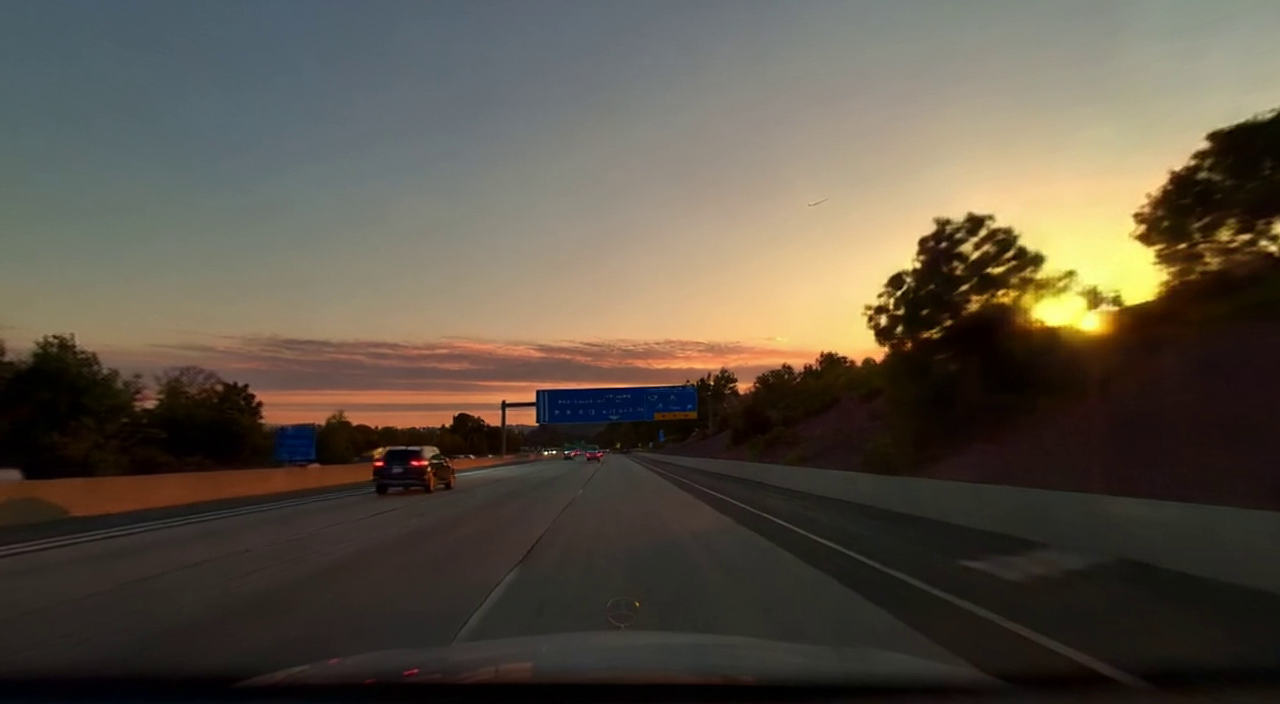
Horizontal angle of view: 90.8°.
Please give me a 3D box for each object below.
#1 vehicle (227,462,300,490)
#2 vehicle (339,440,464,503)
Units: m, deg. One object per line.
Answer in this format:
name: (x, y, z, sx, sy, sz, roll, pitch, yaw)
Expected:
vehicle: (-22.730, 7.486, 38.325, 1.770, 1.467, 4.590, 0, -9, -2)
vehicle: (-6.856, 3.467, 18.689, 2.098, 1.606, 4.227, 0, -9, -1)
